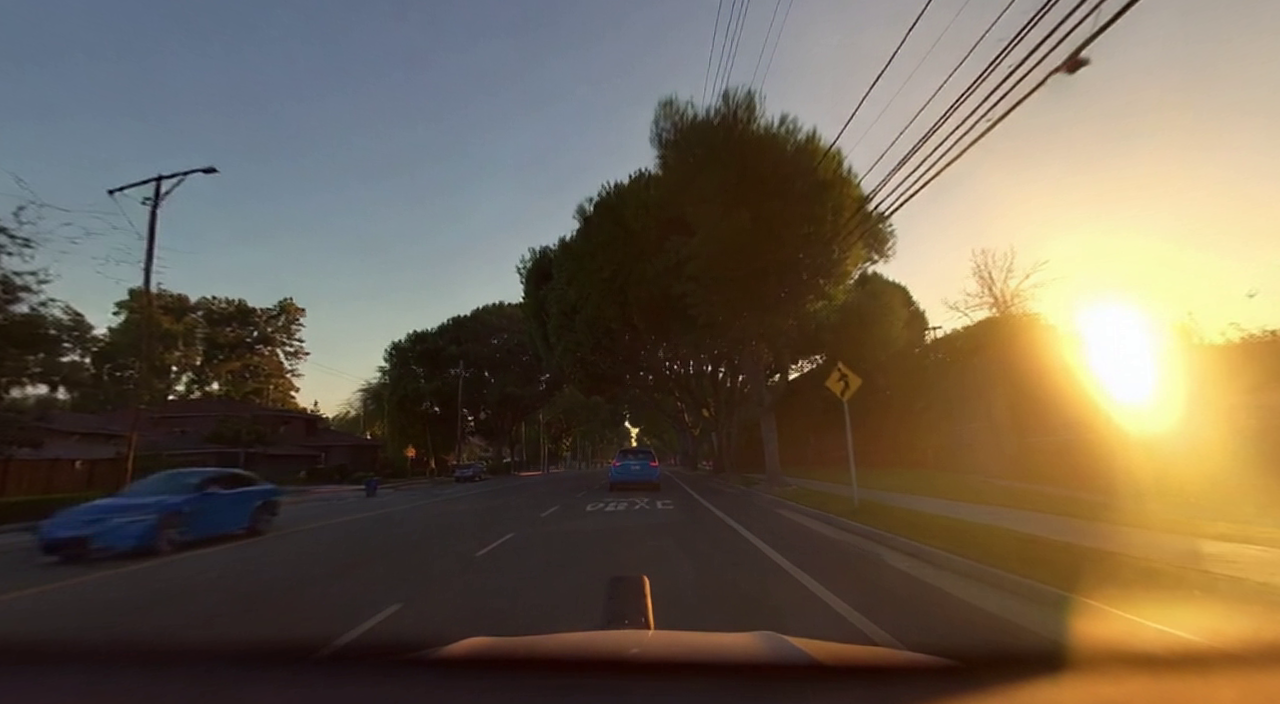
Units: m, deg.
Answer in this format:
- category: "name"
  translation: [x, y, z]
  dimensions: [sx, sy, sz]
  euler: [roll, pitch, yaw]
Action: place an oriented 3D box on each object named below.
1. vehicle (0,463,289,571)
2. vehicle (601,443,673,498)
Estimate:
- category: "vehicle"
  translation: [-9.082, 2.958, 12.092]
  dimensions: [1.960, 1.490, 4.674]
  euler: [0, -8, 0]
- category: "vehicle"
  translation: [-0.111, 3.942, 21.509]
  dimensions: [2.200, 1.653, 4.127]
  euler: [0, -8, 0]
